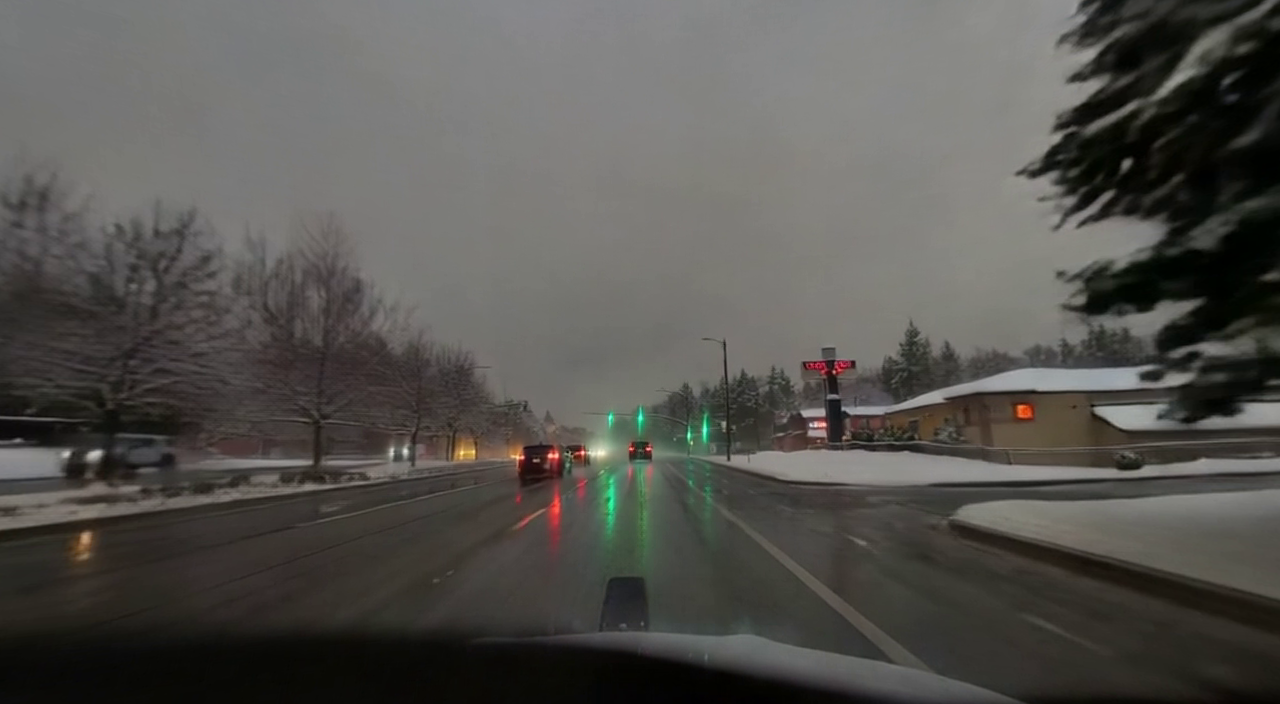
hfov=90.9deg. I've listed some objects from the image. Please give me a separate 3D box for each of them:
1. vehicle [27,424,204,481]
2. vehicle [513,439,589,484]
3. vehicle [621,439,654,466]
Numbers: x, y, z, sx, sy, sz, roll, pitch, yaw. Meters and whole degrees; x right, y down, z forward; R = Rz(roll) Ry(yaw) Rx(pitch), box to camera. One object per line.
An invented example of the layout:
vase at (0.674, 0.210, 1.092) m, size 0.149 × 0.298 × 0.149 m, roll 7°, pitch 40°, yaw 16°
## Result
vehicle at (-17.267, 3.346, 21.148) m, size 2.032 × 1.689 × 4.624 m, roll 0°, pitch -8°, yaw -1°
vehicle at (-3.074, 3.885, 22.726) m, size 2.015 × 1.470 × 4.458 m, roll 0°, pitch -8°, yaw 1°
vehicle at (-0.148, 6.851, 43.248) m, size 2.153 × 1.764 × 4.047 m, roll 0°, pitch -8°, yaw 0°
